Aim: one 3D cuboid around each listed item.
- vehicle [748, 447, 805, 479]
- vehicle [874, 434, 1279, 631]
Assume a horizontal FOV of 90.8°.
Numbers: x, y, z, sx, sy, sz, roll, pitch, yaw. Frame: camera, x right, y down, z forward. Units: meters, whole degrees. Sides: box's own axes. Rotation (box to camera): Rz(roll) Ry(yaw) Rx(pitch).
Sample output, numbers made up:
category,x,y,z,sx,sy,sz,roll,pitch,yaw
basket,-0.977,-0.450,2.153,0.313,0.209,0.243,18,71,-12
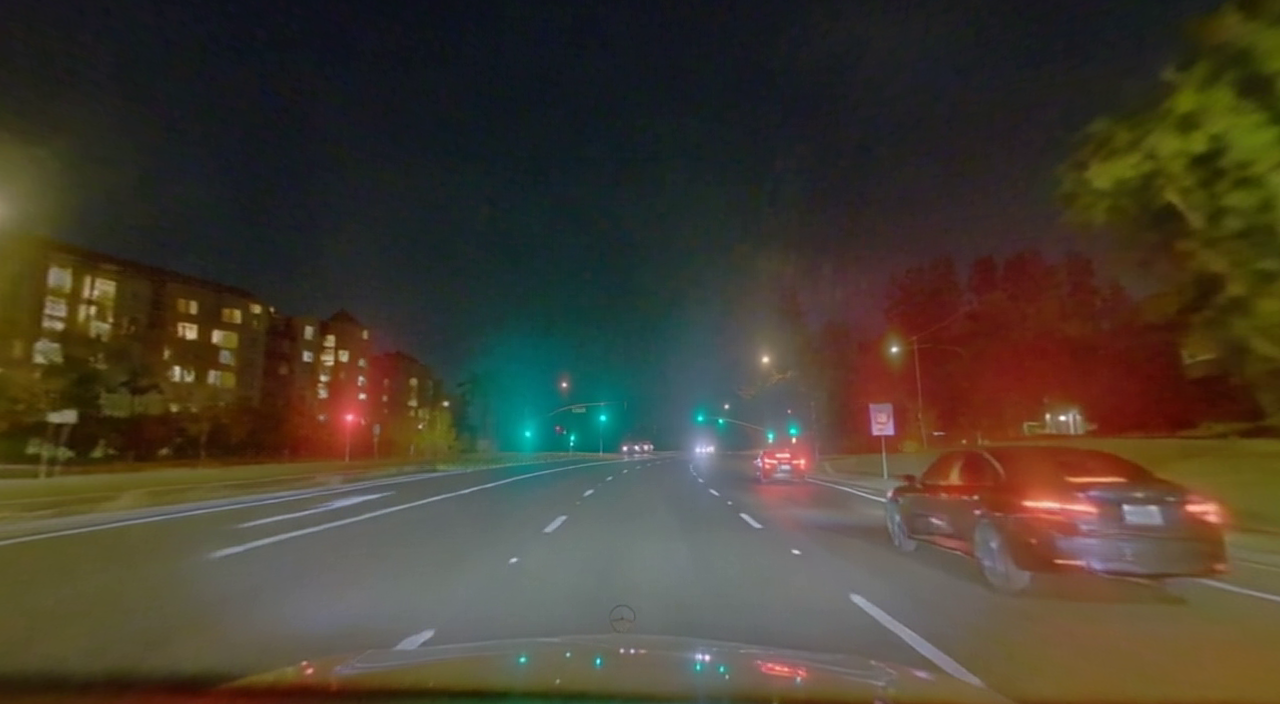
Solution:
category,x,y,z,sx,sy,sz,roll,pitch,yaw
vehicle,6.797,5.557,31.950,2.144,1.473,4.638,-1,-9,4
vehicle,4.229,1.675,6.813,1.993,1.483,3.821,0,-8,1
